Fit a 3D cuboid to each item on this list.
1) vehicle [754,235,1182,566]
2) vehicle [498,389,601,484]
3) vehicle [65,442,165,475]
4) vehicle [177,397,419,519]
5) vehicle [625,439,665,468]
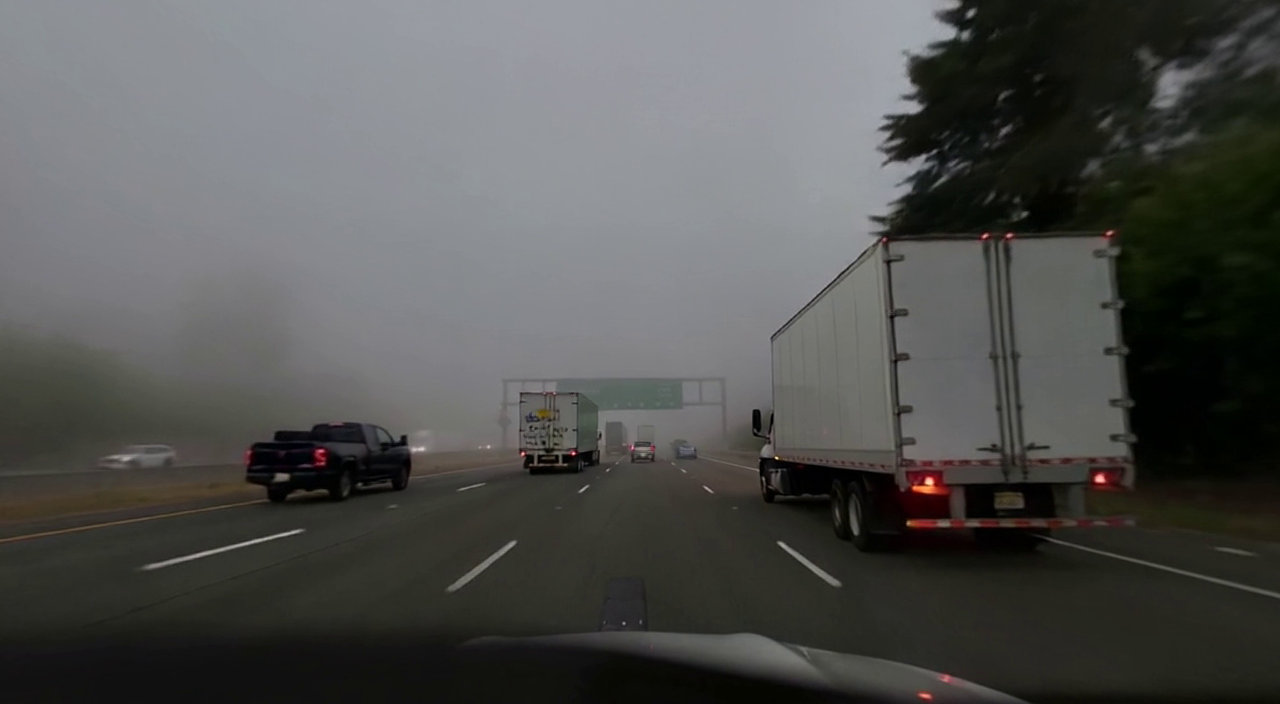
[{"bbox_3d":[4.043,1.008,10.410,2.895,3.484,7.631,0,-8,0],"label":"vehicle"},{"bbox_3d":[-3.264,3.379,24.914,2.745,3.156,7.608,0,-8,1],"label":"vehicle"},{"bbox_3d":[-31.693,6.421,38.303,1.995,1.814,4.701,0,-8,0],"label":"vehicle"},{"bbox_3d":[-7.193,2.341,14.291,2.322,2.195,5.556,0,-8,0],"label":"vehicle"},{"bbox_3d":[0.251,5.719,35.675,2.105,1.502,4.068,0,-8,0],"label":"vehicle"}]
